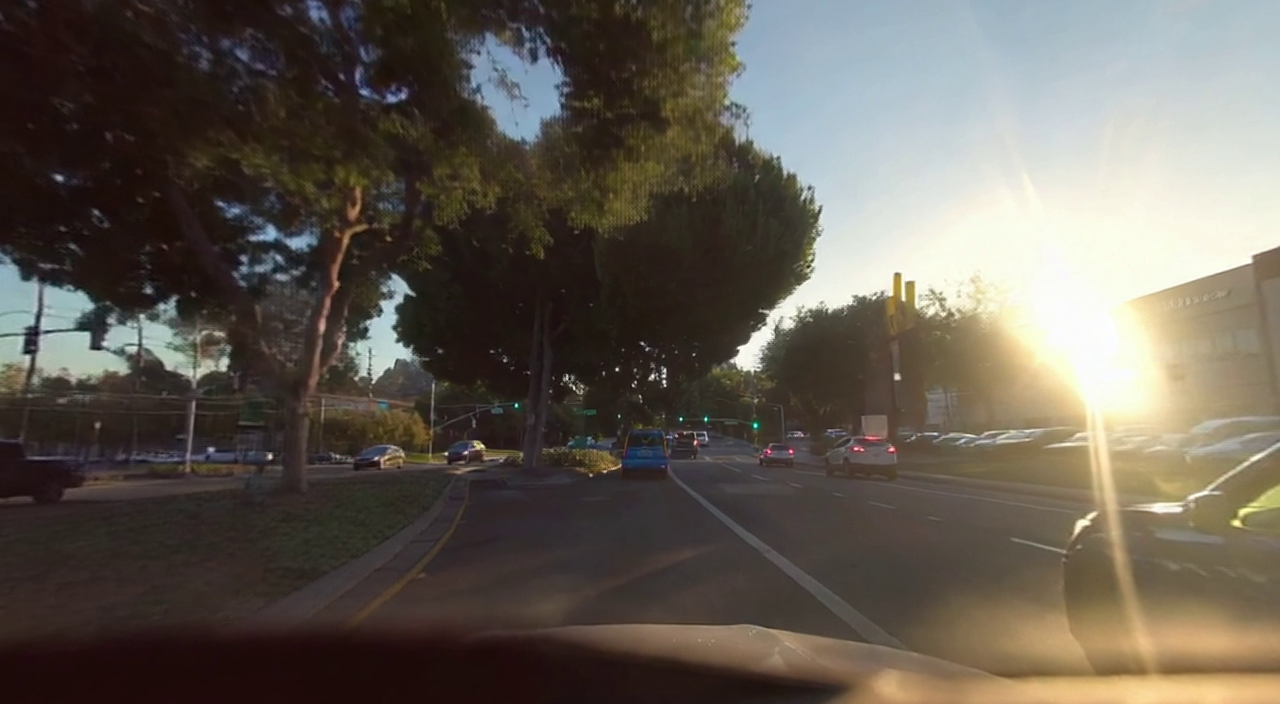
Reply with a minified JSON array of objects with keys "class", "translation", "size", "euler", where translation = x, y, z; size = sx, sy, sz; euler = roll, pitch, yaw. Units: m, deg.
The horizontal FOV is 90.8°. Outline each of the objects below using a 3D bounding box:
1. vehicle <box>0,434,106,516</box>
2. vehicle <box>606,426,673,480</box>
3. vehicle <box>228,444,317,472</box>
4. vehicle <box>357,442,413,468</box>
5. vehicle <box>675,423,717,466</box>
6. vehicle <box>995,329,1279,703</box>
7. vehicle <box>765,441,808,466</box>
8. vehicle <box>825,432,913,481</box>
[{"class":"vehicle","translation":[-14.337,2.655,13.507],"size":[2.136,1.676,4.371],"euler":[-1,-10,-3]},{"class":"vehicle","translation":[-0.076,3.959,24.952],"size":[2.402,1.938,4.535],"euler":[0,-8,-1]},{"class":"vehicle","translation":[-27.404,7.903,47.231],"size":[5.258,1.970,2.363],"euler":[-1,-8,4]},{"class":"vehicle","translation":[-18.625,7.538,46.356],"size":[2.050,1.797,4.945],"euler":[0,-8,0]},{"class":"vehicle","translation":[3.578,5.948,40.997],"size":[2.239,2.586,4.586],"euler":[1,-8,-1]},{"class":"vehicle","translation":[3.402,0.716,1.894],"size":[2.076,1.716,4.416],"euler":[0,-8,0]},{"class":"vehicle","translation":[9.517,6.621,41.275],"size":[1.879,1.517,4.006],"euler":[0,-8,0]},{"class":"vehicle","translation":[9.045,4.167,25.398],"size":[1.977,1.786,4.344],"euler":[0,-8,1]}]
